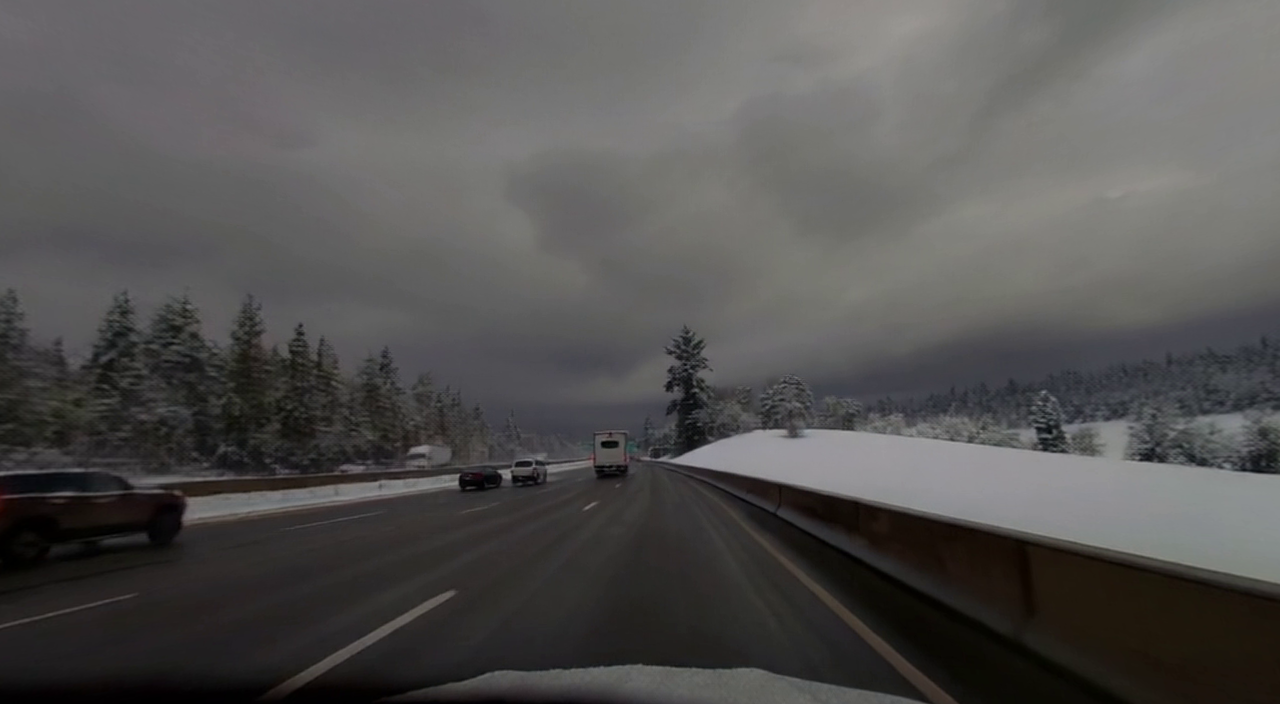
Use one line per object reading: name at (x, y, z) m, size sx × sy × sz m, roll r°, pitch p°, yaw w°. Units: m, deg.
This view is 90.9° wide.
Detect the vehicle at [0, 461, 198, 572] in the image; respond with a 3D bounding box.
vehicle at (-11.627, 3.122, 12.601) m, size 2.005 × 1.774 × 4.610 m, roll -1°, pitch -9°, yaw 3°

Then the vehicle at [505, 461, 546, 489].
vehicle at (-6.784, 7.295, 37.504) m, size 1.778 × 1.560 × 3.030 m, roll 0°, pitch -9°, yaw 2°

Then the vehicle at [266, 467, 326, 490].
vehicle at (-26.708, 9.818, 49.086) m, size 1.854 × 1.500 × 4.763 m, roll 0°, pitch -9°, yaw 1°

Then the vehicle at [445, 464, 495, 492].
vehicle at (-10.690, 7.930, 39.854) m, size 1.872 × 1.536 × 4.134 m, roll 0°, pitch -9°, yaw 2°
